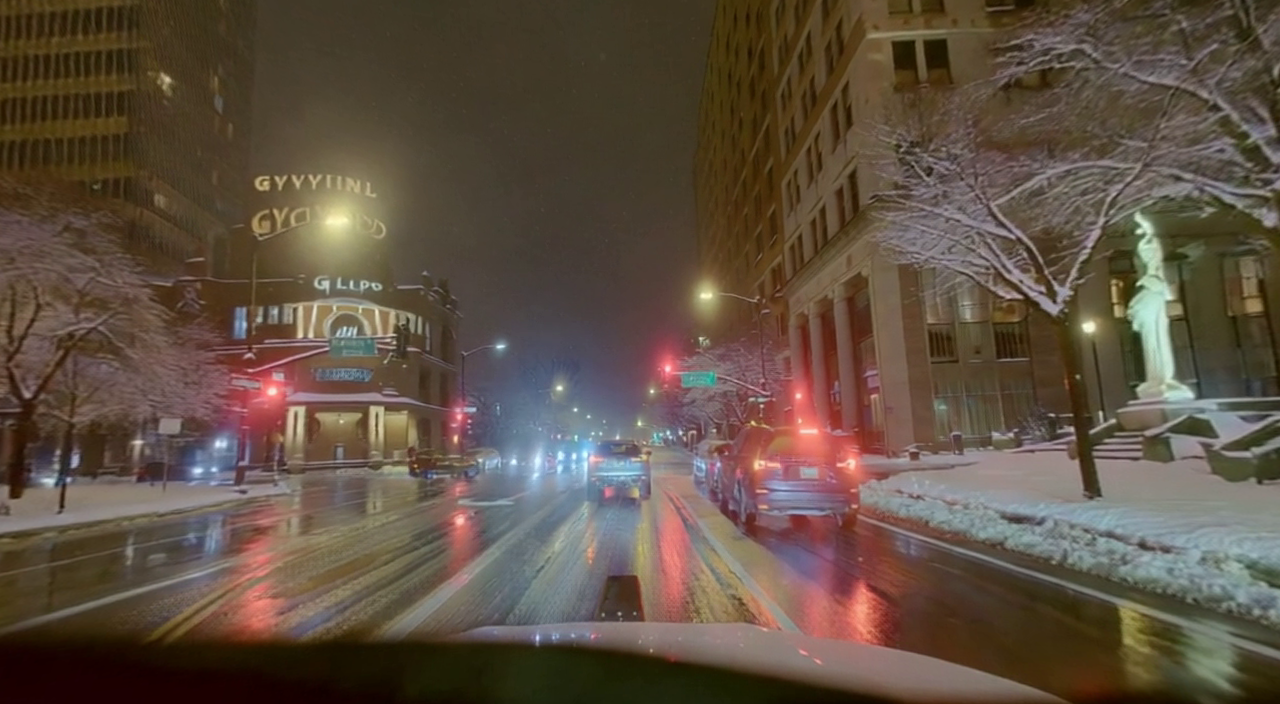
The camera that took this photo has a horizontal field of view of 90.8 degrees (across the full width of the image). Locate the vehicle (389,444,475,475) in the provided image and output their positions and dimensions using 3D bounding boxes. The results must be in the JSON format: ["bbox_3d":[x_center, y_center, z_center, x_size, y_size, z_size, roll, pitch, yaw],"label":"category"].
[{"bbox_3d":[-12.703,6.603,38.995,4.855,1.769,2.071,2,-9,-14],"label":"vehicle"}]

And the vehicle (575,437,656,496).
[{"bbox_3d":[-0.649,3.283,18.452,2.096,1.492,4.071,0,-9,0],"label":"vehicle"}]

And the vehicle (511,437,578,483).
[{"bbox_3d":[-3.617,4.194,24.841,2.045,1.633,4.864,0,-9,-2],"label":"vehicle"}]

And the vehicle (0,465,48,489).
[{"bbox_3d":[-44.786,8.876,44.884,3.671,1.498,1.670,1,-9,2],"label":"vehicle"}]

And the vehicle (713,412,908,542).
[{"bbox_3d":[2.618,2.063,11.016,2.096,1.775,4.440,0,-9,-1],"label":"vehicle"}]

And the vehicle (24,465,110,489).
[{"bbox_3d":[-40.254,8.773,44.437,4.224,1.622,1.808,0,-9,-1],"label":"vehicle"}]

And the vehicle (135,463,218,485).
[{"bbox_3d":[-32.514,8.538,44.401,4.392,1.427,1.764,0,-9,0],"label":"vehicle"}]
